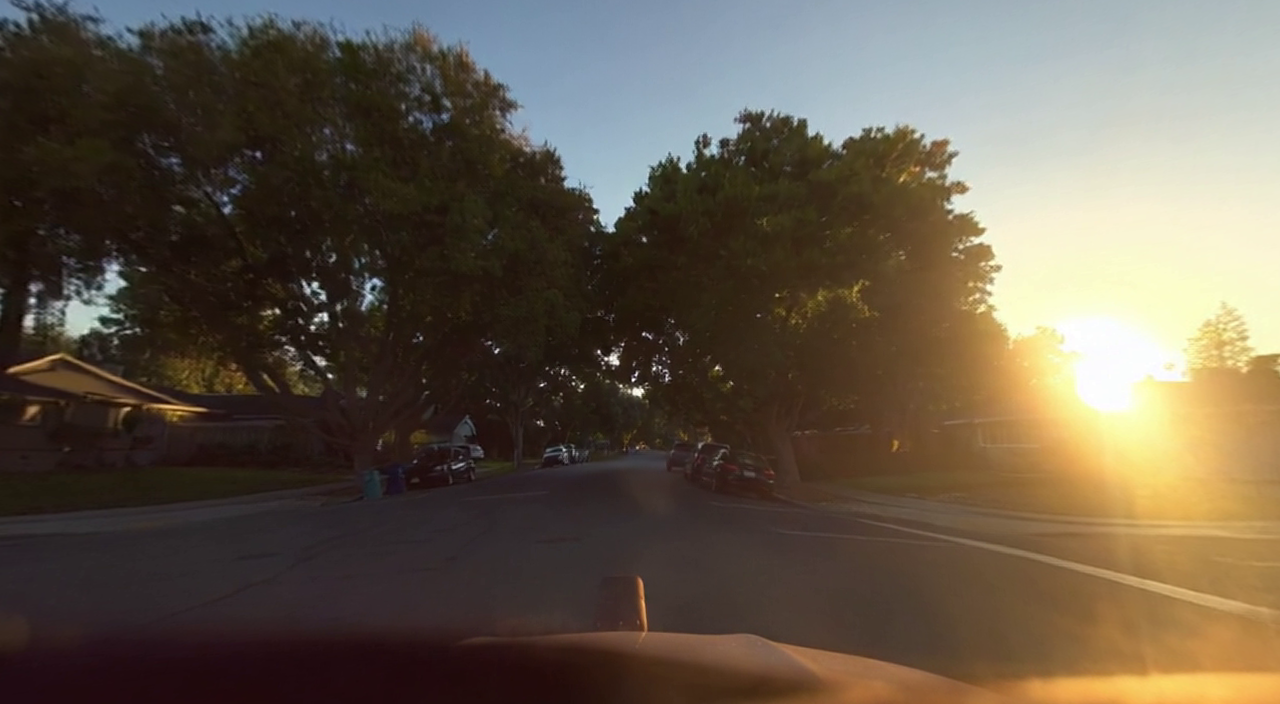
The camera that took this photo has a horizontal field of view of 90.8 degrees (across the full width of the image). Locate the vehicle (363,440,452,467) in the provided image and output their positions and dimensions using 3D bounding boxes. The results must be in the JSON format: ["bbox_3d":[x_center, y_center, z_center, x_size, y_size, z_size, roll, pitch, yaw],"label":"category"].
[{"bbox_3d":[-13.515,5.930,36.972,4.423,1.522,1.961,0,-8,-2],"label":"vehicle"}]

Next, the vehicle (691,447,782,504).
[{"bbox_3d":[2.787,3.669,19.251,1.881,1.487,4.183,1,-8,-3],"label":"vehicle"}]
